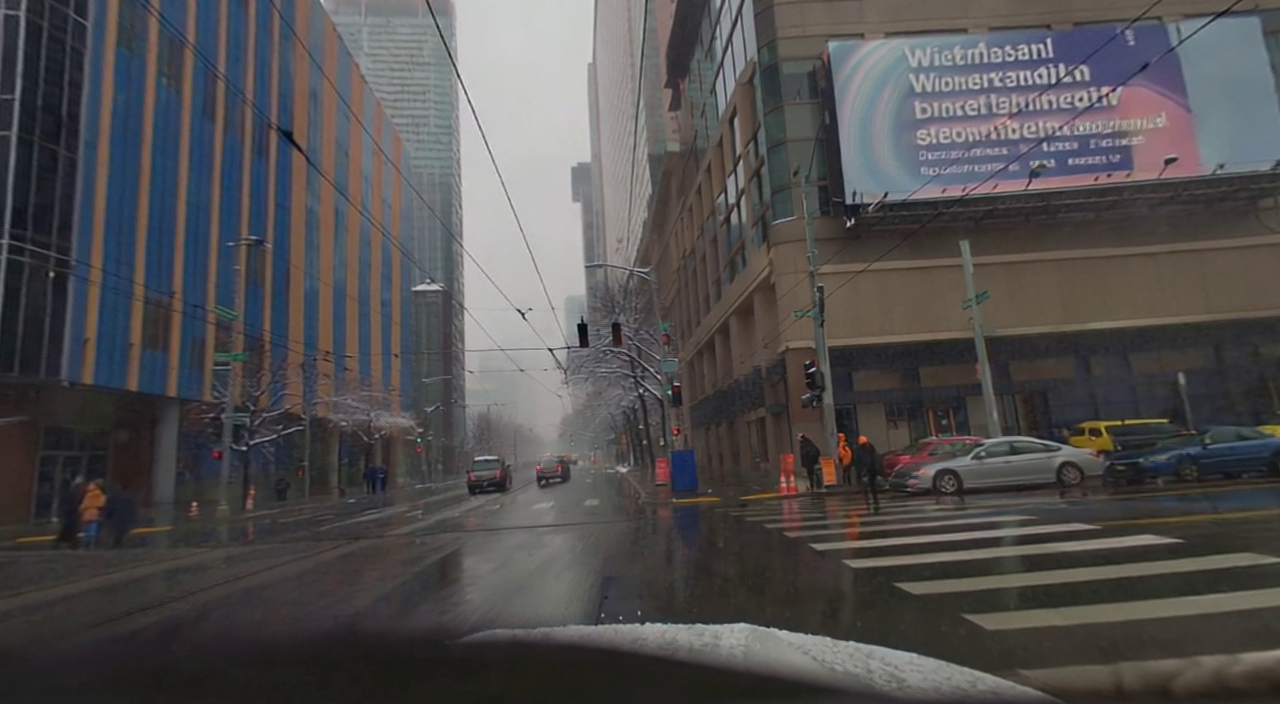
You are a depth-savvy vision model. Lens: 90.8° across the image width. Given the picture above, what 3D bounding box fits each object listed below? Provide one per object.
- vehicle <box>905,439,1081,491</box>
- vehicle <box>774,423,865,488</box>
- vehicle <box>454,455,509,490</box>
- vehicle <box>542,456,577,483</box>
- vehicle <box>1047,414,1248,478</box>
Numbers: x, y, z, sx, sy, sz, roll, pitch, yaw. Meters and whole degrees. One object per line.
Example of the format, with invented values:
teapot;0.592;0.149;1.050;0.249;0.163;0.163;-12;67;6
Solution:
vehicle;11.185;3.572;20.166;4.697;1.510;1.596;0;-9;-5
vehicle;7.295;4.204;26.232;2.316;2.425;4.466;1;-7;-2
vehicle;-8.846;6.742;35.688;2.121;1.792;4.510;0;-9;-2
vehicle;-4.953;7.283;39.300;1.797;1.490;4.549;0;-9;-3
vehicle;16.541;3.092;20.774;4.944;1.946;1.952;1;-9;-3
